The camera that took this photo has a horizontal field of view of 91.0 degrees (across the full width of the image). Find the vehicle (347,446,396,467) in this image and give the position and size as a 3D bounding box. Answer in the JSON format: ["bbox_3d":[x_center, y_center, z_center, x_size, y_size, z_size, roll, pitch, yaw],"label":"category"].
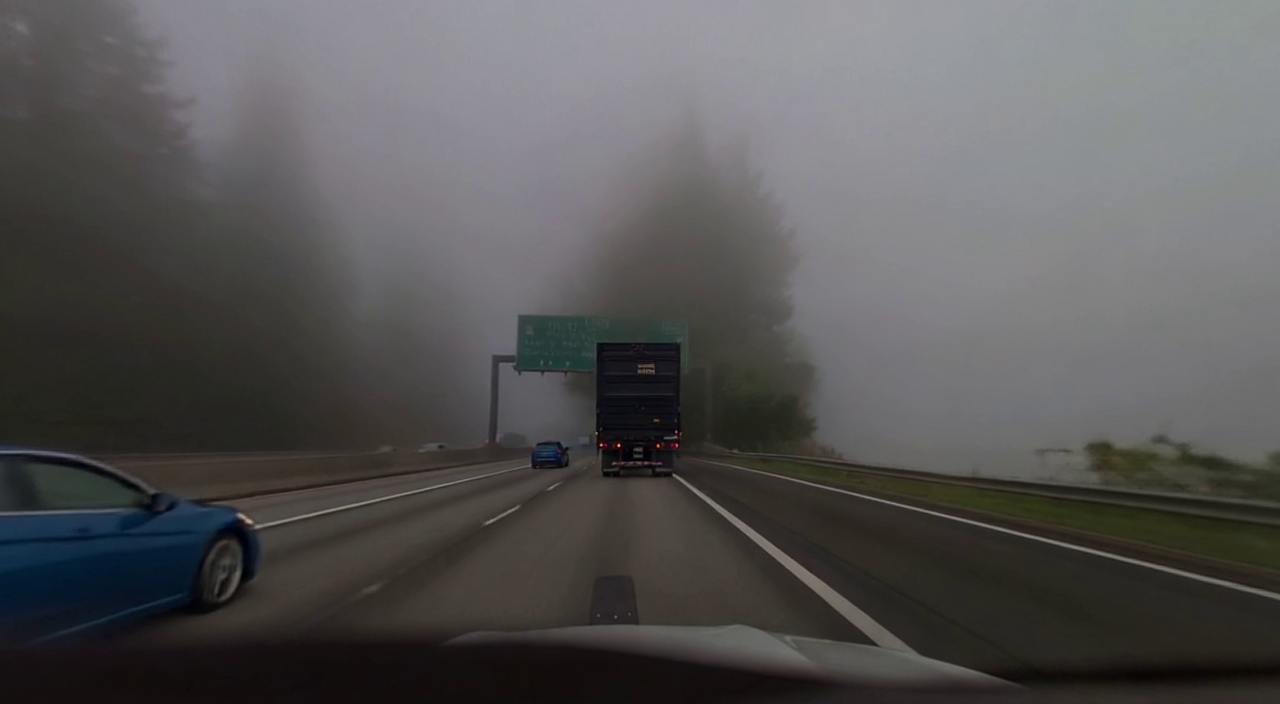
[{"bbox_3d":[-20.143,7.855,47.387,1.791,1.462,4.349,0,-8,0],"label":"vehicle"}]

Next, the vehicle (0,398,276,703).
[{"bbox_3d":[-4.280,1.018,3.091,2.116,1.571,4.849,0,-8,-1],"label":"vehicle"}]

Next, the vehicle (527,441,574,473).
[{"bbox_3d":[-4.579,5.450,32.815,1.854,1.530,4.268,0,-8,0],"label":"vehicle"}]

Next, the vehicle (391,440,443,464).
[{"bbox_3d":[-16.671,7.510,47.349,2.082,1.655,4.885,0,-8,0],"label":"vehicle"}]

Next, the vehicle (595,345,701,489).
[{"bbox_3d":[0.119,2.641,23.735,3.073,4.196,10.546,0,-8,-1],"label":"vehicle"}]
